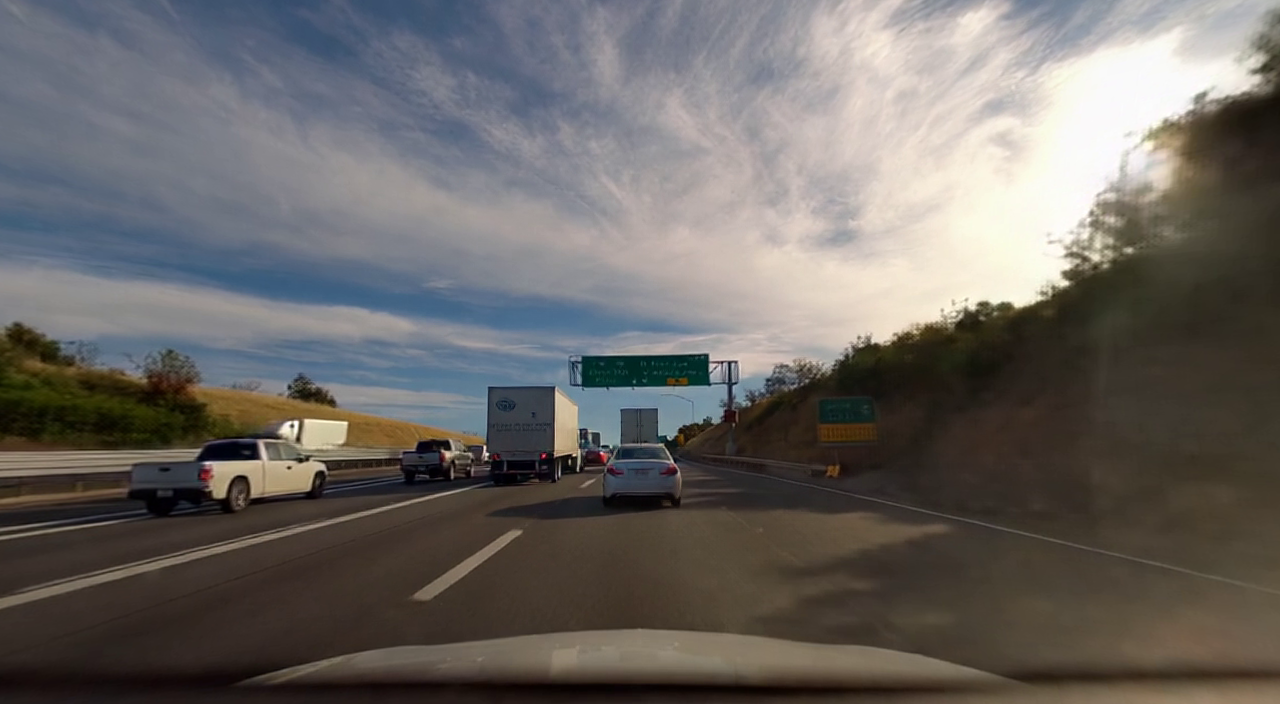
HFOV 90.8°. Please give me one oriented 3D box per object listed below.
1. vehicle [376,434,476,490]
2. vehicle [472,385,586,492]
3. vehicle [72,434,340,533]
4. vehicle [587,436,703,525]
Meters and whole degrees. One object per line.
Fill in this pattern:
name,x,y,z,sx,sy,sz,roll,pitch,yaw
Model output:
vehicle,-7.432,3.865,22.455,1.952,1.746,4.332,-1,-9,1
vehicle,-3.811,3.290,23.601,2.812,3.342,7.248,-1,-9,1
vehicle,-7.948,2.434,12.291,1.879,1.521,4.623,-1,-9,1
vehicle,0.052,2.471,12.563,1.995,1.495,3.380,0,-9,-1
